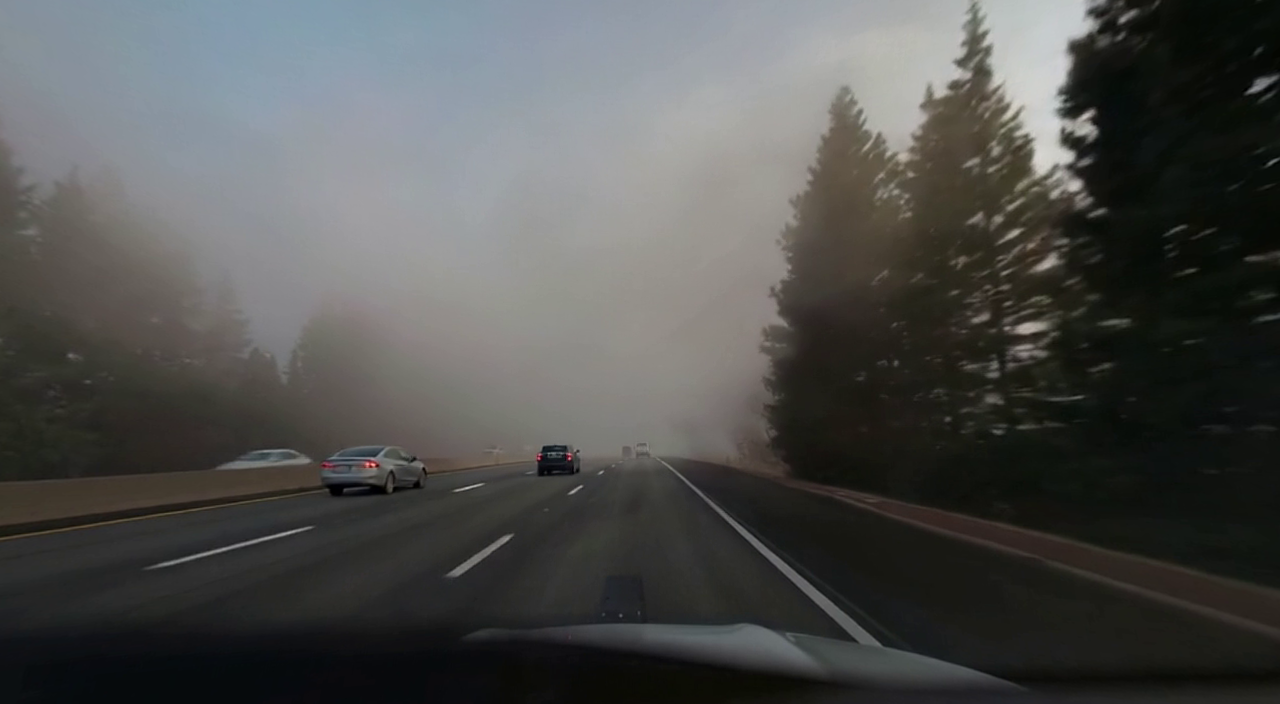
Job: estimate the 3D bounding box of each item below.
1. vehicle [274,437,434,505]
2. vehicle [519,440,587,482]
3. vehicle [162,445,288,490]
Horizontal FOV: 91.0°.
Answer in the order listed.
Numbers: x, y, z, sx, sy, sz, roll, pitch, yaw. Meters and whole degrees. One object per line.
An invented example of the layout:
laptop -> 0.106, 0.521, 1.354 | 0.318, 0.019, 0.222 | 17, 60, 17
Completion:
vehicle -> -7.307, 3.060, 16.735 | 2.034, 1.523, 4.627 | 0, -9, 1
vehicle -> -3.554, 4.526, 26.539 | 2.083, 1.588, 4.801 | 0, -9, 1
vehicle -> -15.550, 4.300, 23.895 | 1.833, 1.510, 4.232 | 0, -9, 1
